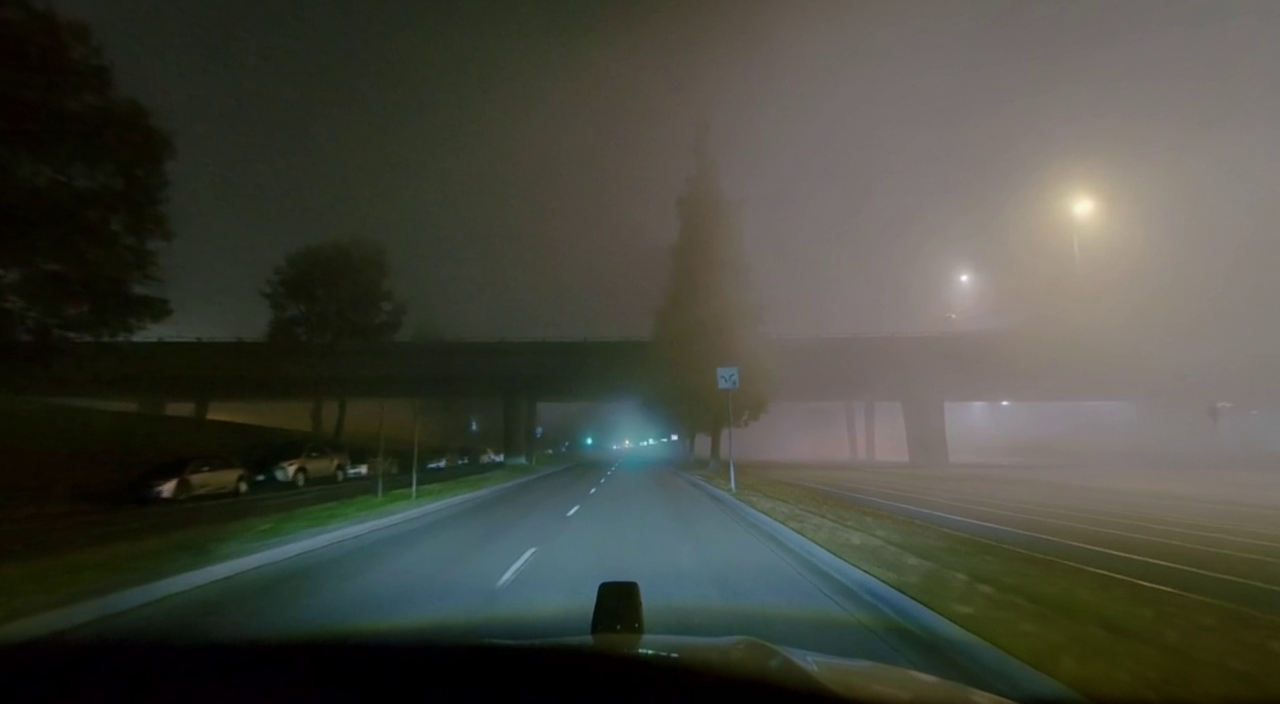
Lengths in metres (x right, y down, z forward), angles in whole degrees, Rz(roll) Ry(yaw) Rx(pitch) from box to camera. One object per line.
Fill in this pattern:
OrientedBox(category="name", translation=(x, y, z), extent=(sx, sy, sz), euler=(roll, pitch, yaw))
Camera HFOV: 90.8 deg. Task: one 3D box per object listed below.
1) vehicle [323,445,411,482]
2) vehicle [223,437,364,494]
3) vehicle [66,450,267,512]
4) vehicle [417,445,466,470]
OrientedBox(category="vehicle", translation=(-13.040, 5.334, 30.575), extent=(2.074, 1.529, 5.079), euler=(1, -8, -1))
OrientedBox(category="vehicle", translation=(-13.026, 4.270, 24.300), extent=(2.064, 1.809, 5.545), euler=(2, -8, 2))
OrientedBox(category="vehicle", translation=(-13.367, 3.617, 18.361), extent=(2.156, 1.489, 4.758), euler=(-1, -8, 0))
OrientedBox(category="vehicle", translation=(-13.162, 6.997, 42.265), extent=(1.907, 1.553, 4.683), euler=(0, -8, -2))
